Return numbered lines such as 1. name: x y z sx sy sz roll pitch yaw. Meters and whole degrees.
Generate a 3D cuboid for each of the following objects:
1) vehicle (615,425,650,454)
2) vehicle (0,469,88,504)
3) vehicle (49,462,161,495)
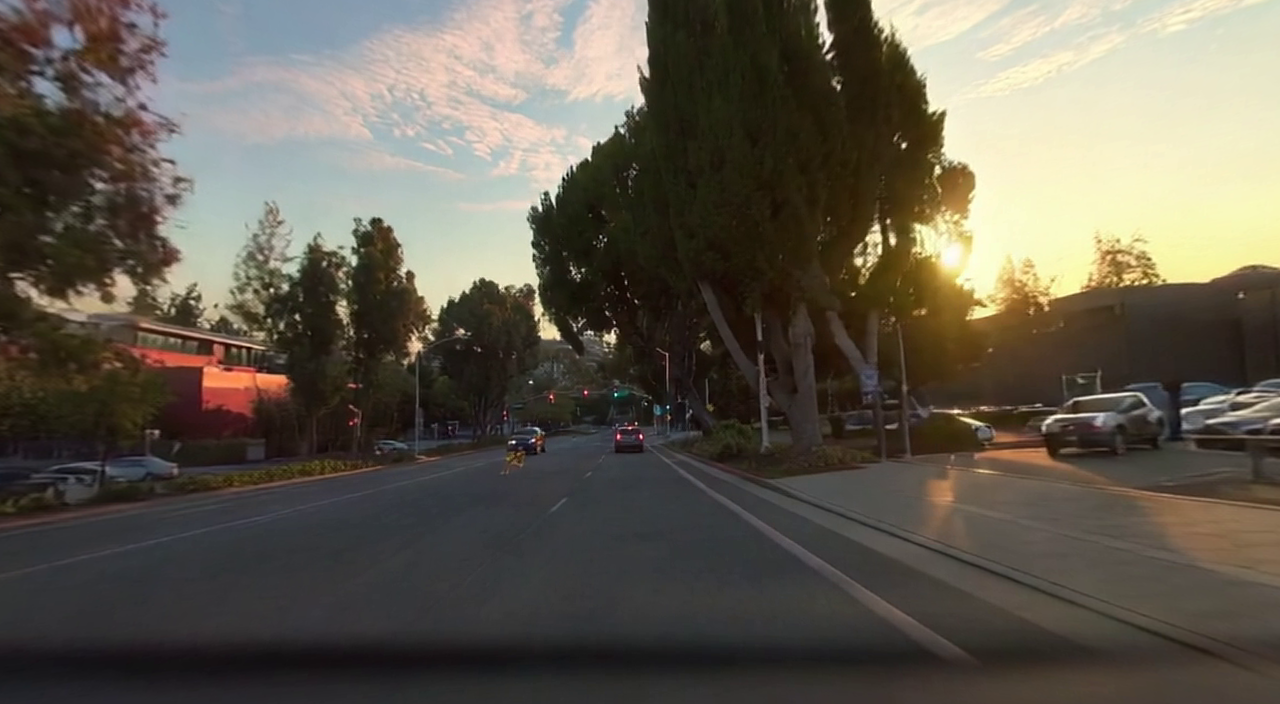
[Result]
1. vehicle: -0.569 5.846 42.141 2.228 1.790 4.180 0 -8 -2
2. vehicle: -29.769 6.456 30.548 3.921 1.526 2.156 1 -8 -6
3. vehicle: -30.205 7.146 35.779 4.497 1.590 2.029 0 -6 1
